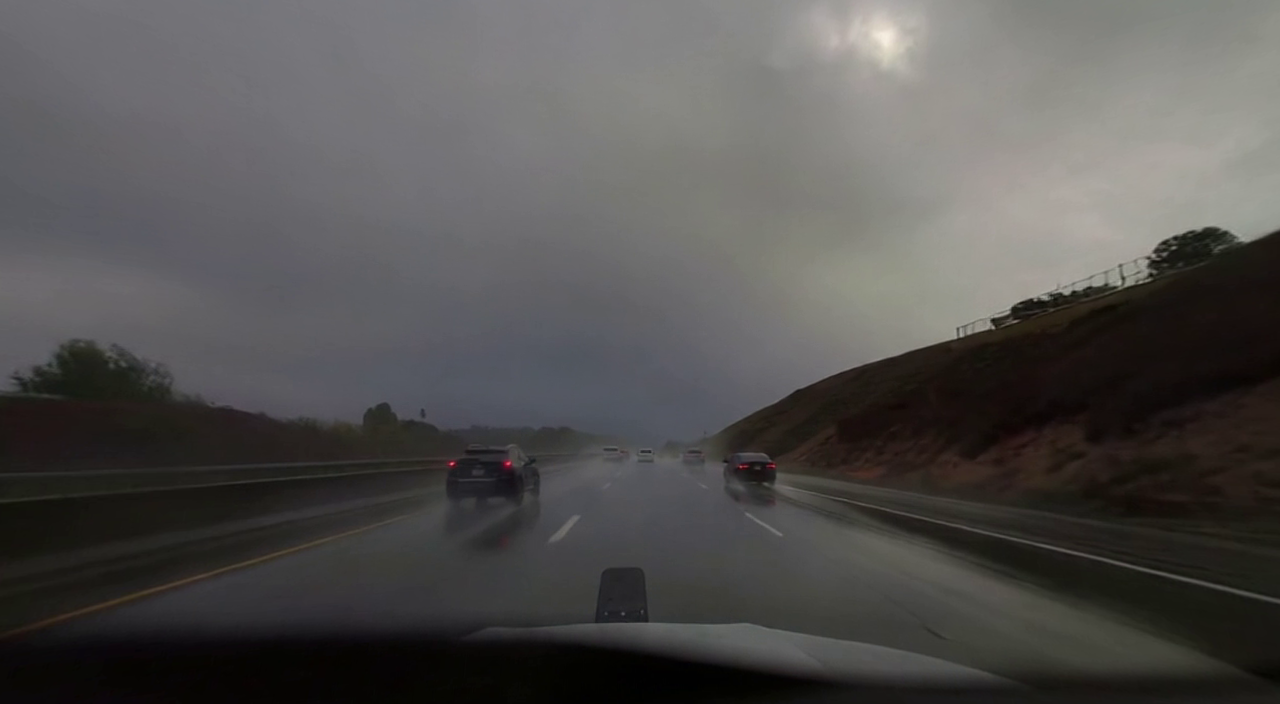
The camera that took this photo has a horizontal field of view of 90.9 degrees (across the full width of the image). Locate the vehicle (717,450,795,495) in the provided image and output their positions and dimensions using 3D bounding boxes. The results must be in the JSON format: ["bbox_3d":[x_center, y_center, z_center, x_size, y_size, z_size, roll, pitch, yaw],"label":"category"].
[{"bbox_3d":[3.881,4.081,21.685,1.976,1.352,3.602,0,-8,-1],"label":"vehicle"}]

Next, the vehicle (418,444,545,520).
[{"bbox_3d":[-3.534,2.925,14.834,1.910,1.521,3.930,0,-8,1],"label":"vehicle"}]
